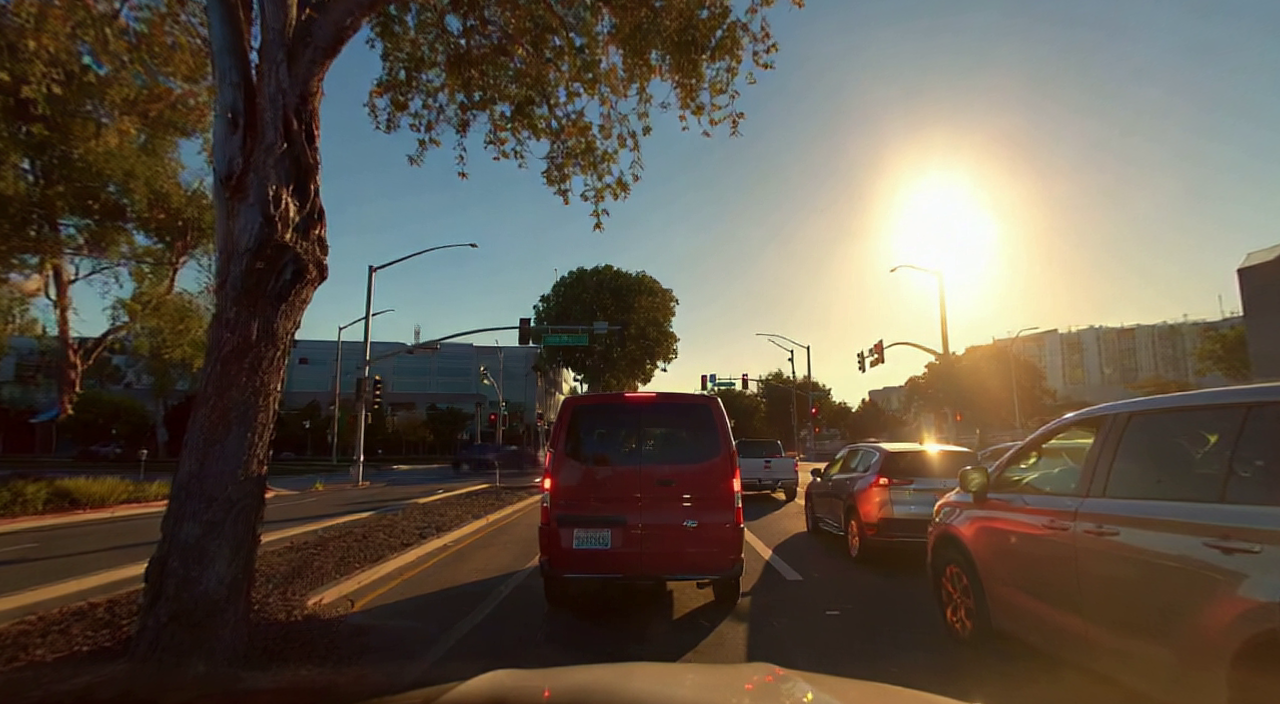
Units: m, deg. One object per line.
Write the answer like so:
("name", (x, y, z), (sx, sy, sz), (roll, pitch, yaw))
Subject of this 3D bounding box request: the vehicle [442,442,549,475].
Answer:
("vehicle", (-6.874, 5.126, 30.413), (4.789, 1.514, 1.866), (0, -8, -4))

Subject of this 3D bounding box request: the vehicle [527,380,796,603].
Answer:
("vehicle", (0.188, 1.464, 7.433), (2.185, 1.822, 4.391), (0, -8, 0))

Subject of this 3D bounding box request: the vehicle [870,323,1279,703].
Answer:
("vehicle", (2.913, 0.945, 3.167), (1.971, 1.663, 4.287), (0, -8, 2))
